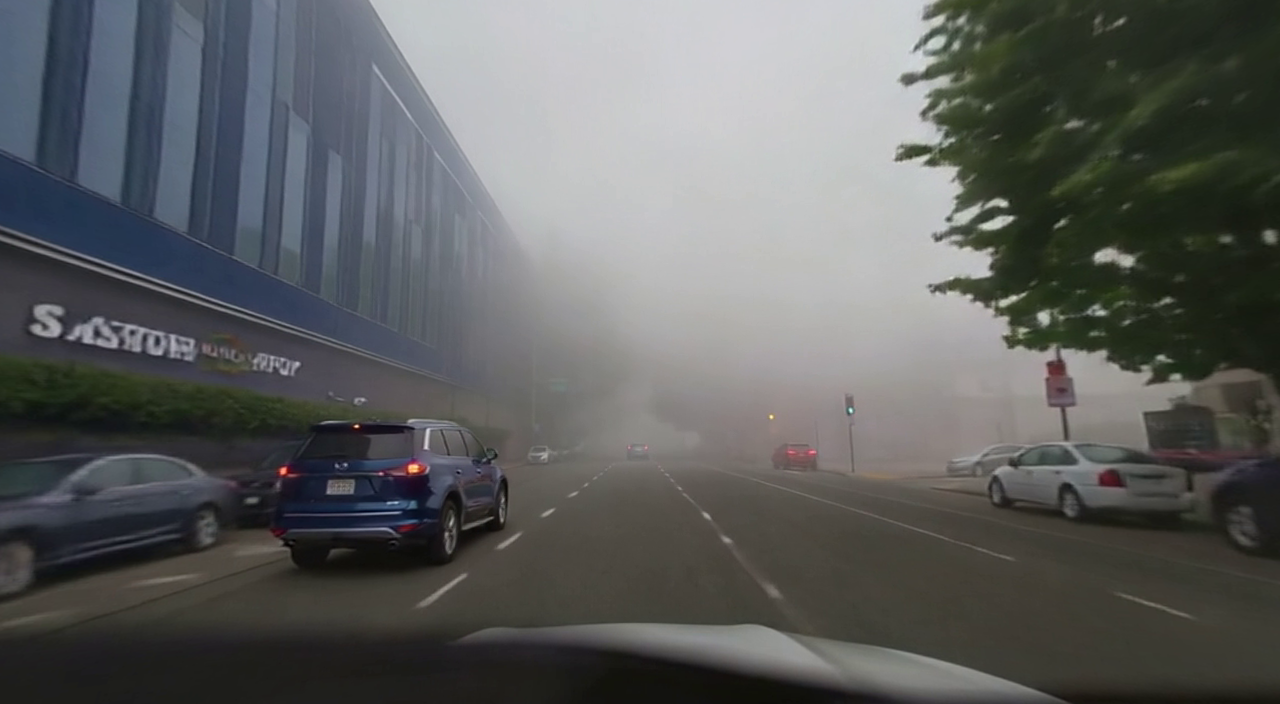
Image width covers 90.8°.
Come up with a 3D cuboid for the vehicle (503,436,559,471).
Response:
[{"bbox_3d":[-6.737,6.356,39.661,2.290,2.012,5.654,-1,-8,2],"label":"vehicle"}]

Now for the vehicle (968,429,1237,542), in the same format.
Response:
[{"bbox_3d":[9.000,2.581,12.984,2.005,1.726,4.658,5,-8,-1],"label":"vehicle"}]

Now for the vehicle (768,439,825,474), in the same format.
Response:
[{"bbox_3d":[9.290,6.227,37.977,2.129,1.929,5.537,0,-8,1],"label":"vehicle"}]

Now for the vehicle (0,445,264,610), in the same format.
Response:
[{"bbox_3d":[-6.929,1.936,7.493,1.984,1.508,4.788,-4,-8,1],"label":"vehicle"}]

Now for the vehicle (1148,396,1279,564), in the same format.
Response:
[{"bbox_3d":[9.247,1.486,7.094,2.249,2.117,5.743,0,-8,0],"label":"vehicle"}]

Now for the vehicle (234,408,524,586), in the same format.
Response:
[{"bbox_3d":[-3.022,1.769,8.574,2.002,1.756,4.366,-1,-8,1],"label":"vehicle"}]
